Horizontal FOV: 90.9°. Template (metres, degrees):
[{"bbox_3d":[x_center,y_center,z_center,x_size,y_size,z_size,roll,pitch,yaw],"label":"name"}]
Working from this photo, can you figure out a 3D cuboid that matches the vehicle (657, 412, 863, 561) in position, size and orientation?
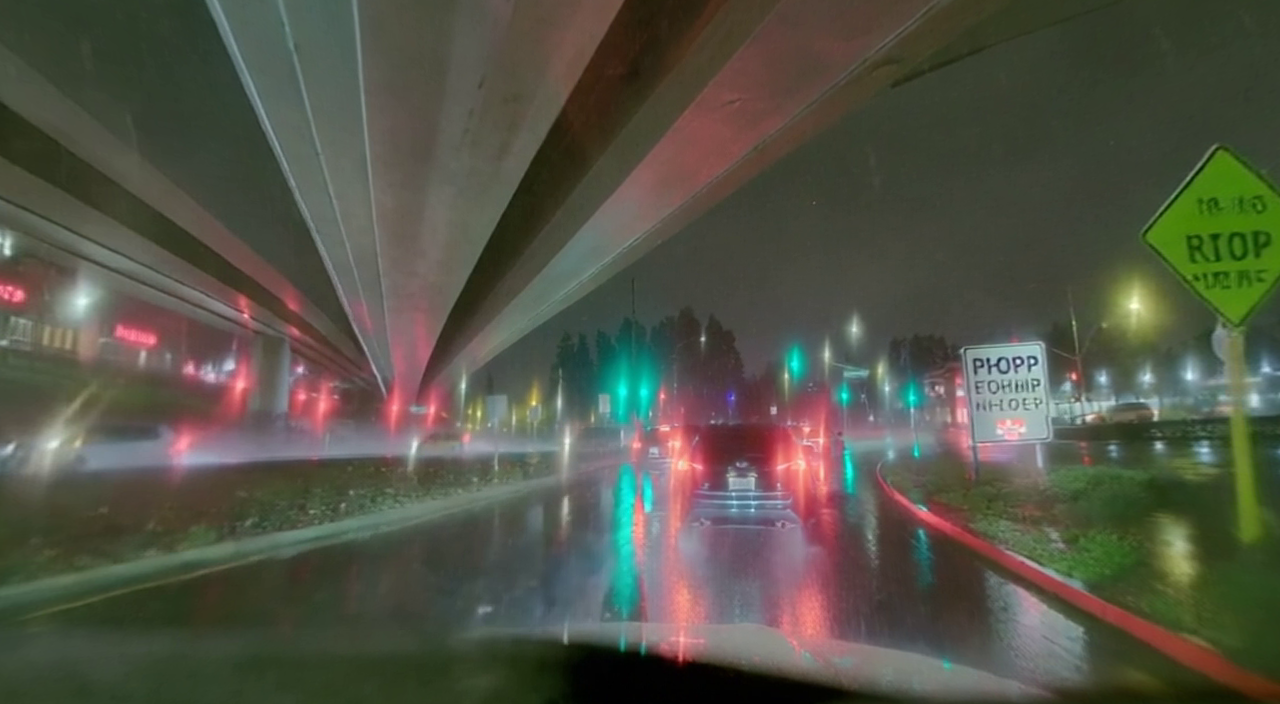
[{"bbox_3d":[1.719,1.775,9.093,2.195,1.571,4.353,-2,-8,12],"label":"vehicle"}]

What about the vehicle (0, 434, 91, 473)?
[{"bbox_3d":[-33.661,5.446,34.084,5.457,2.021,2.213,2,-9,-15],"label":"vehicle"}]

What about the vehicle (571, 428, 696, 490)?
[{"bbox_3d":[-0.004,3.021,18.221,2.214,1.519,4.704,-3,-9,18],"label":"vehicle"}]
